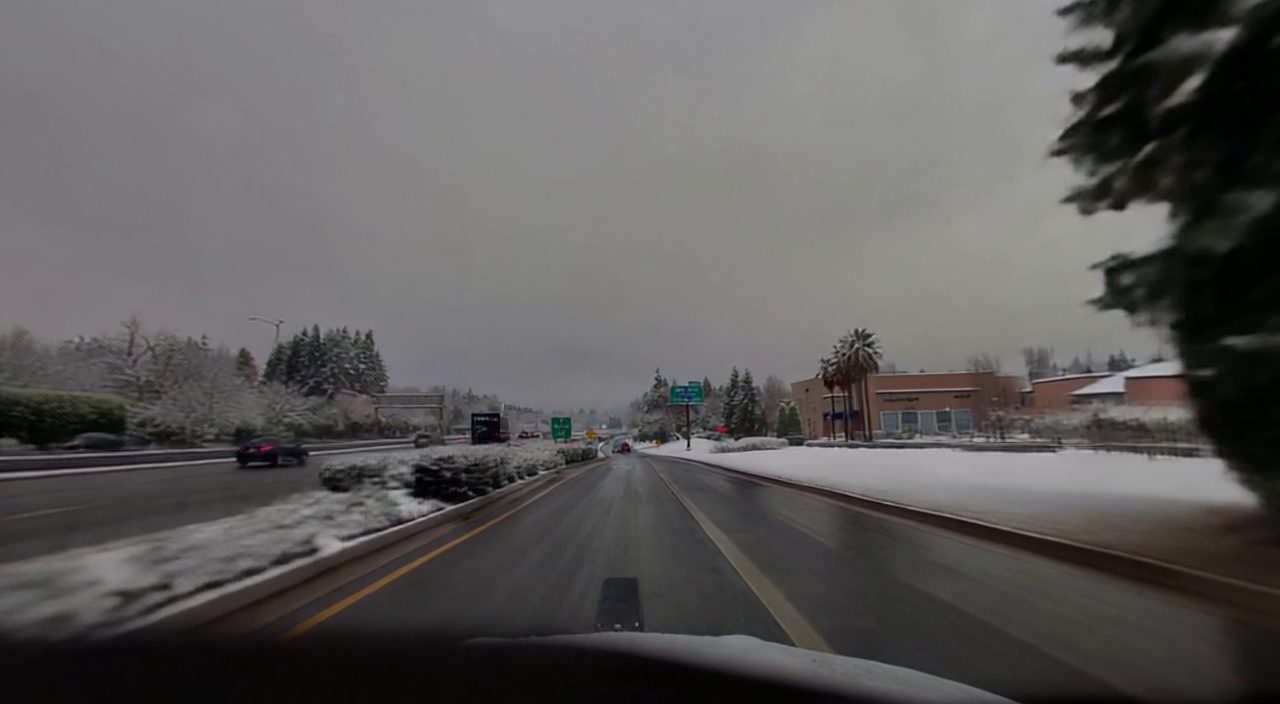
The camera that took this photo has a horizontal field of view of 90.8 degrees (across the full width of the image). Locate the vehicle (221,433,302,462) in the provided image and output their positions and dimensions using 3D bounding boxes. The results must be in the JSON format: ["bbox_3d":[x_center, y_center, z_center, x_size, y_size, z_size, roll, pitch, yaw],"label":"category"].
[{"bbox_3d":[-21.229,5.356,35.640,1.933,1.496,4.516,0,-8,-3],"label":"vehicle"}]
